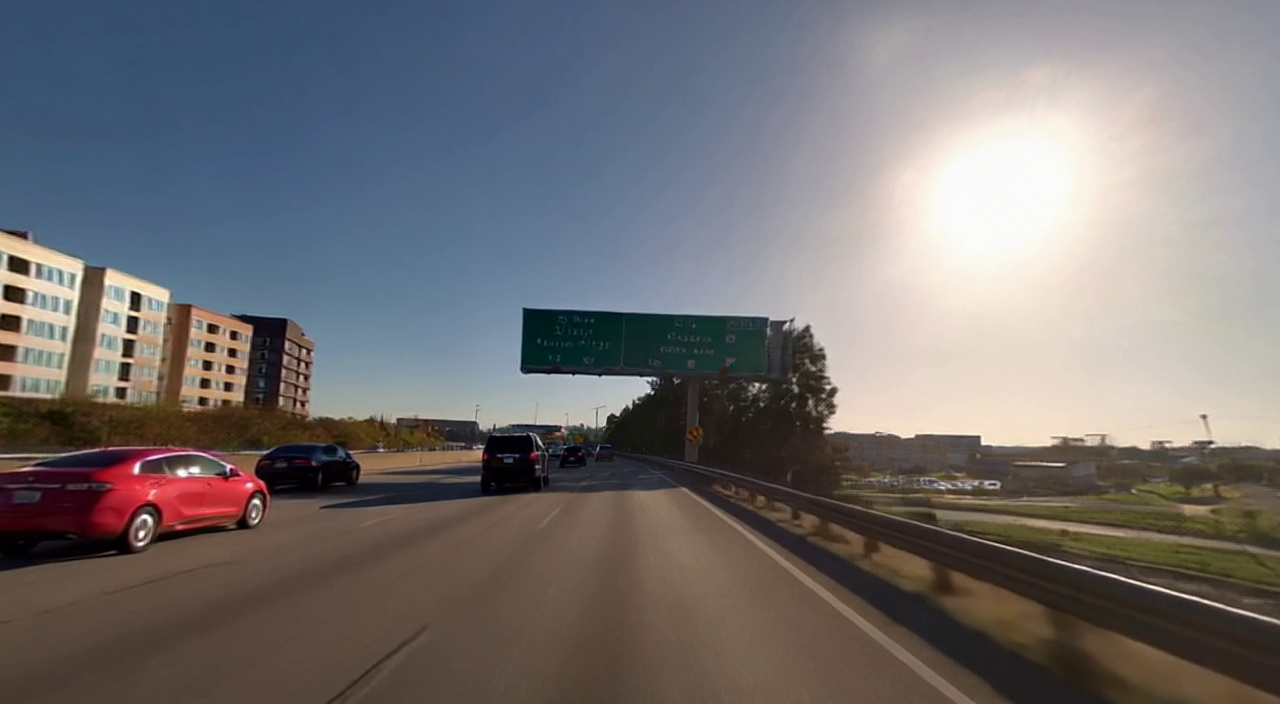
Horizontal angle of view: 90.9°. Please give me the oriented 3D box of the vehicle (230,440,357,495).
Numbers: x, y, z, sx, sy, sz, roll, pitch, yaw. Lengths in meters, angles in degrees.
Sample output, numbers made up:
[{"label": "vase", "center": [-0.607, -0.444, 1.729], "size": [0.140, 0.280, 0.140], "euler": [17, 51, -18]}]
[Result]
[{"label": "vehicle", "center": [-11.706, 3.878, 21.708], "size": [1.919, 1.665, 4.394], "euler": [0, -8, -1]}]

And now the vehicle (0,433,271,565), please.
[{"label": "vehicle", "center": [-7.243, 1.957, 9.062], "size": [1.796, 1.509, 3.393], "euler": [0, -8, -1]}]

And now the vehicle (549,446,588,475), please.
[{"label": "vehicle", "center": [-4.140, 6.326, 37.061], "size": [1.955, 1.614, 3.817], "euler": [0, -8, -1]}]

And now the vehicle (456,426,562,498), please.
[{"label": "vehicle", "center": [-3.973, 3.465, 20.284], "size": [2.301, 1.985, 5.247], "euler": [0, -8, 0]}]
